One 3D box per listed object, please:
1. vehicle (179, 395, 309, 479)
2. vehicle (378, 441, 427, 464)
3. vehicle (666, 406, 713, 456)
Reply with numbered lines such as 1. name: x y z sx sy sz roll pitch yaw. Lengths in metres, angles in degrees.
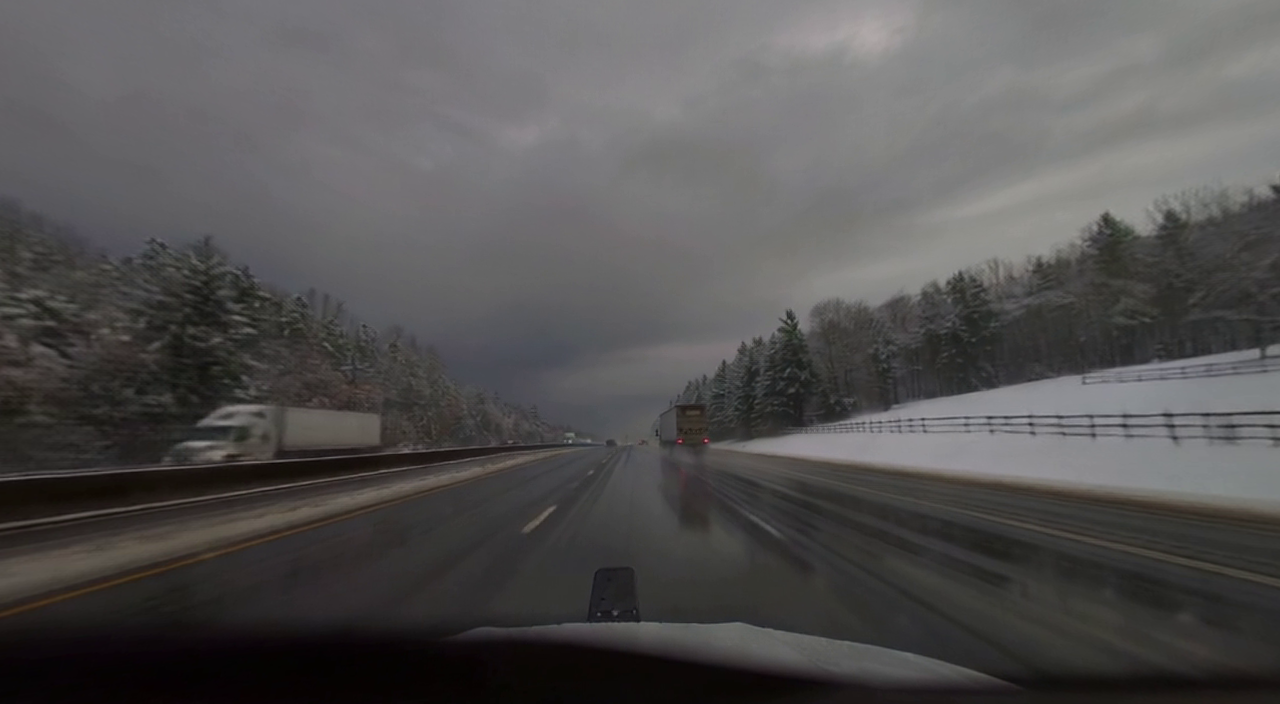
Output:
1. vehicle: -20.539 4.478 33.148 3.006 3.960 5.854 -1 -8 -1
2. vehicle: -16.647 7.049 44.375 1.821 1.449 4.280 -1 -8 -1
3. vehicle: 3.464 5.815 45.979 2.766 3.349 7.796 -1 -8 0
